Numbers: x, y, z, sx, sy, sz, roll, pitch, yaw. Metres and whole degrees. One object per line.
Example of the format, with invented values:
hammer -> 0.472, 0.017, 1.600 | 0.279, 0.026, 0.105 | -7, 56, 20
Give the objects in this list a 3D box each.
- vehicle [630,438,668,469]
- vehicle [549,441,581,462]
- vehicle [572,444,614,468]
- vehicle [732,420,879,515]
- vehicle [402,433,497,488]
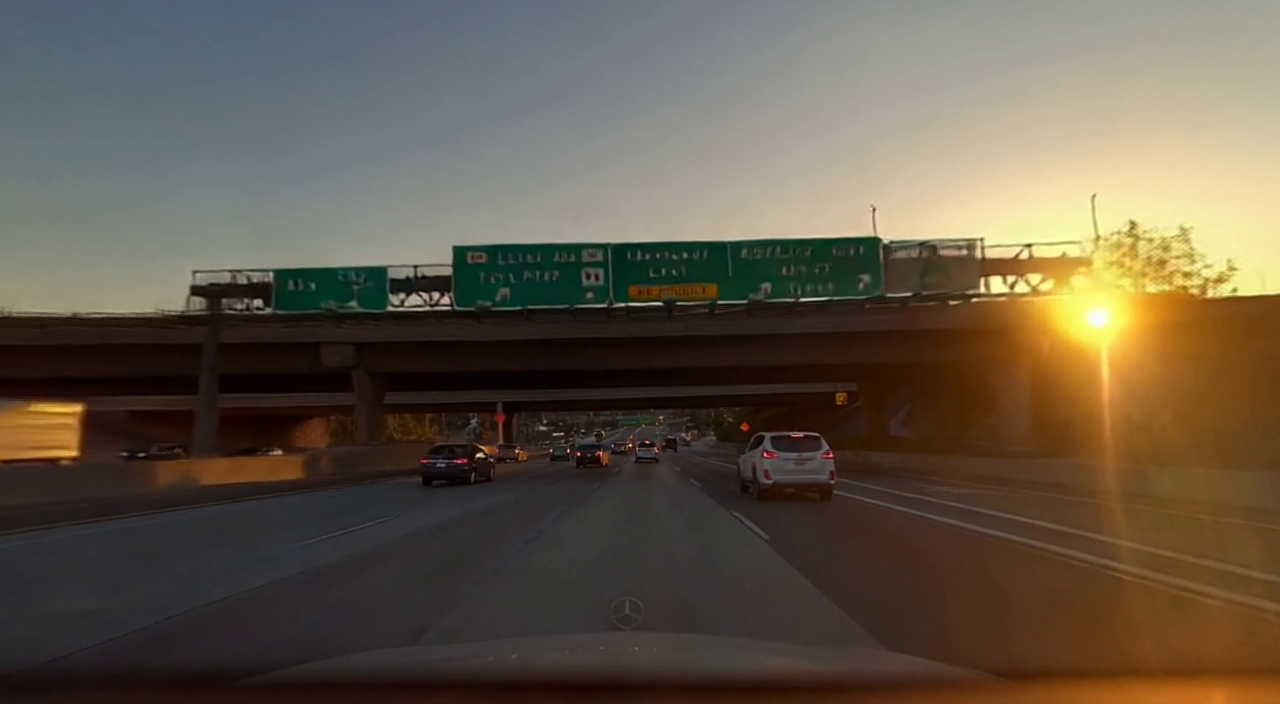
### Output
vehicle -> 0.542, 5.947, 37.165 | 2.133, 1.739, 3.925 | 0, -8, 1
vehicle -> -5.896, 7.883, 49.998 | 1.992, 1.604, 3.966 | 0, -8, 0
vehicle -> -2.857, 6.506, 39.617 | 2.205, 1.406, 4.286 | 0, -8, 1
vehicle -> 3.565, 2.586, 14.644 | 2.083, 1.823, 4.627 | 0, -8, -1
vehicle -> -6.465, 3.708, 21.882 | 1.946, 1.688, 4.019 | 0, -8, 1
